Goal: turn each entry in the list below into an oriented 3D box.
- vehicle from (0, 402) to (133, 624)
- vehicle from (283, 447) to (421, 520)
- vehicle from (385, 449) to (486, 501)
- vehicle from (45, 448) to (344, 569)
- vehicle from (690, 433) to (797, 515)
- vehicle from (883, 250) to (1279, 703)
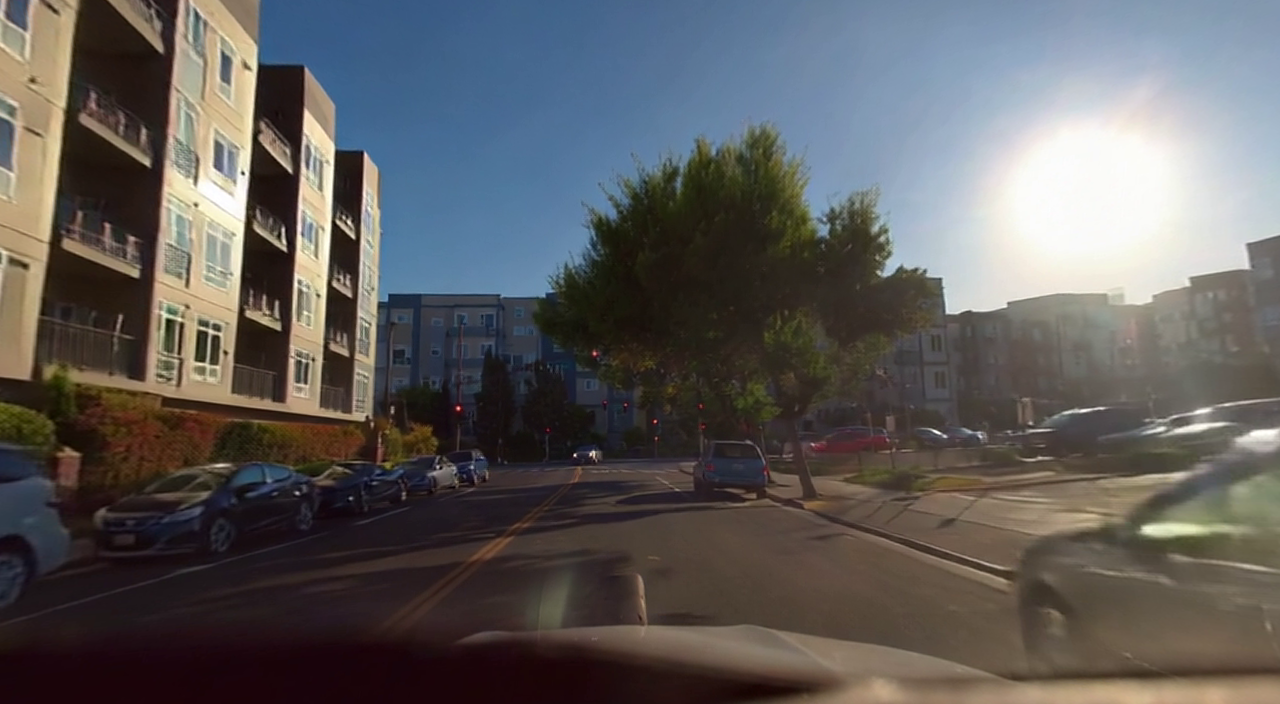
[{"bbox_3d":[-6.272,1.191,4.225,1.993,1.817,4.619,0,-8,-2],"label":"vehicle"},{"bbox_3d":[-6.868,3.118,15.525,1.713,1.531,3.685,0,-8,-2],"label":"vehicle"},{"bbox_3d":[-6.609,3.988,21.008,1.934,1.484,4.630,0,-8,-2],"label":"vehicle"},{"bbox_3d":[-6.603,2.296,10.129,1.789,1.462,4.313,0,-8,-3],"label":"vehicle"},{"bbox_3d":[2.700,3.263,17.729,2.034,1.689,4.978,0,-4,-2],"label":"vehicle"},{"bbox_3d":[2.922,0.698,2.090,2.408,1.815,4.462,0,-8,0],"label":"vehicle"}]
